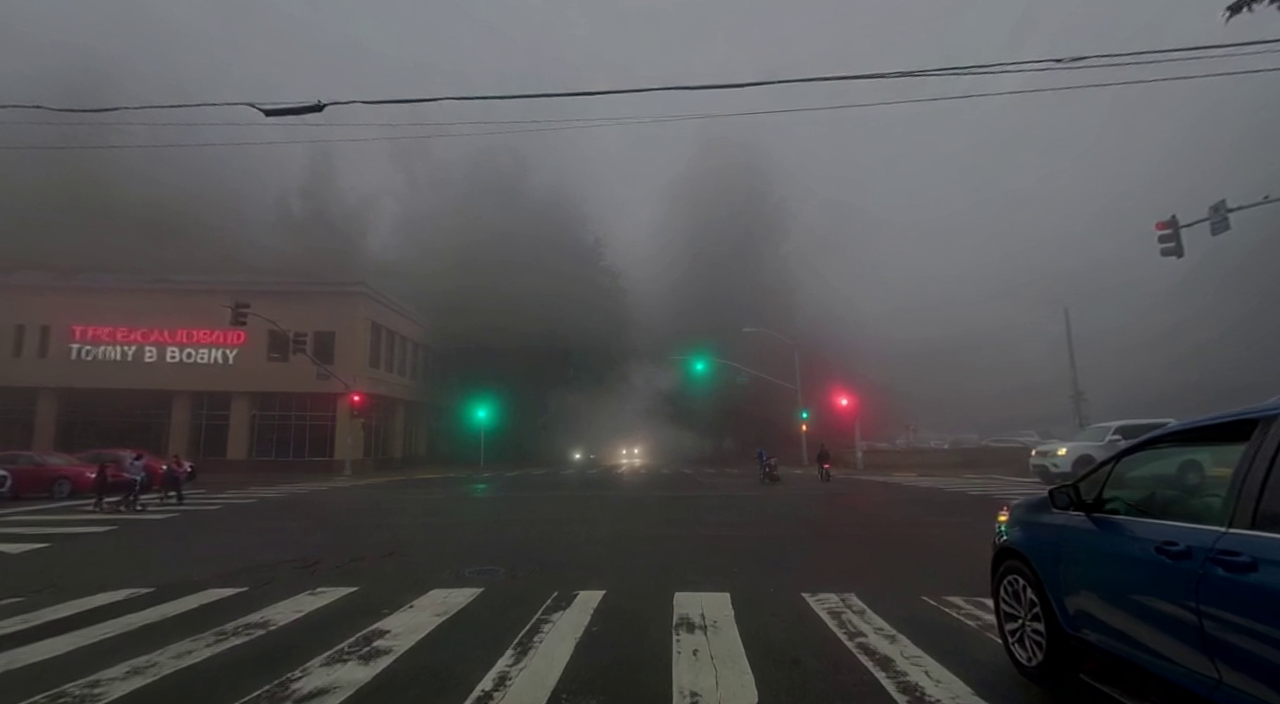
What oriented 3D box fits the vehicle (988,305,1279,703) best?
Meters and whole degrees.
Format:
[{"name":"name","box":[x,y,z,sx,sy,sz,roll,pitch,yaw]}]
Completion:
[{"name":"vehicle","box":[2.880,0.600,0.910,2.048,1.725,4.754,0,-8,0]}]

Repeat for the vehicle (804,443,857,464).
[{"name":"vehicle","box":[14.886,7.940,49.488,1.924,1.579,4.084,3,-9,-18]}]

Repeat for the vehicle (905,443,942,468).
[{"name":"vehicle","box":[18.101,6.570,40.330,1.791,1.520,3.649,-3,-9,19]}]

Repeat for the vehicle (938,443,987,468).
[{"name":"vehicle","box":[20.405,6.529,40.037,2.066,1.488,4.158,-3,-9,18]}]

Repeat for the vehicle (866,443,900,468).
[{"name":"vehicle","box":[15.769,6.653,40.780,1.875,1.543,3.853,-3,-9,22]}]

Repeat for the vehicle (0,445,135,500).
[{"name":"vehicle","box":[-18.105,3.504,18.624,4.686,1.500,1.935,0,-8,2]}]

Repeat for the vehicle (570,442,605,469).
[{"name":"vehicle","box":[-3.409,6.774,41.387,1.961,1.658,4.064,0,-8,0]}]
